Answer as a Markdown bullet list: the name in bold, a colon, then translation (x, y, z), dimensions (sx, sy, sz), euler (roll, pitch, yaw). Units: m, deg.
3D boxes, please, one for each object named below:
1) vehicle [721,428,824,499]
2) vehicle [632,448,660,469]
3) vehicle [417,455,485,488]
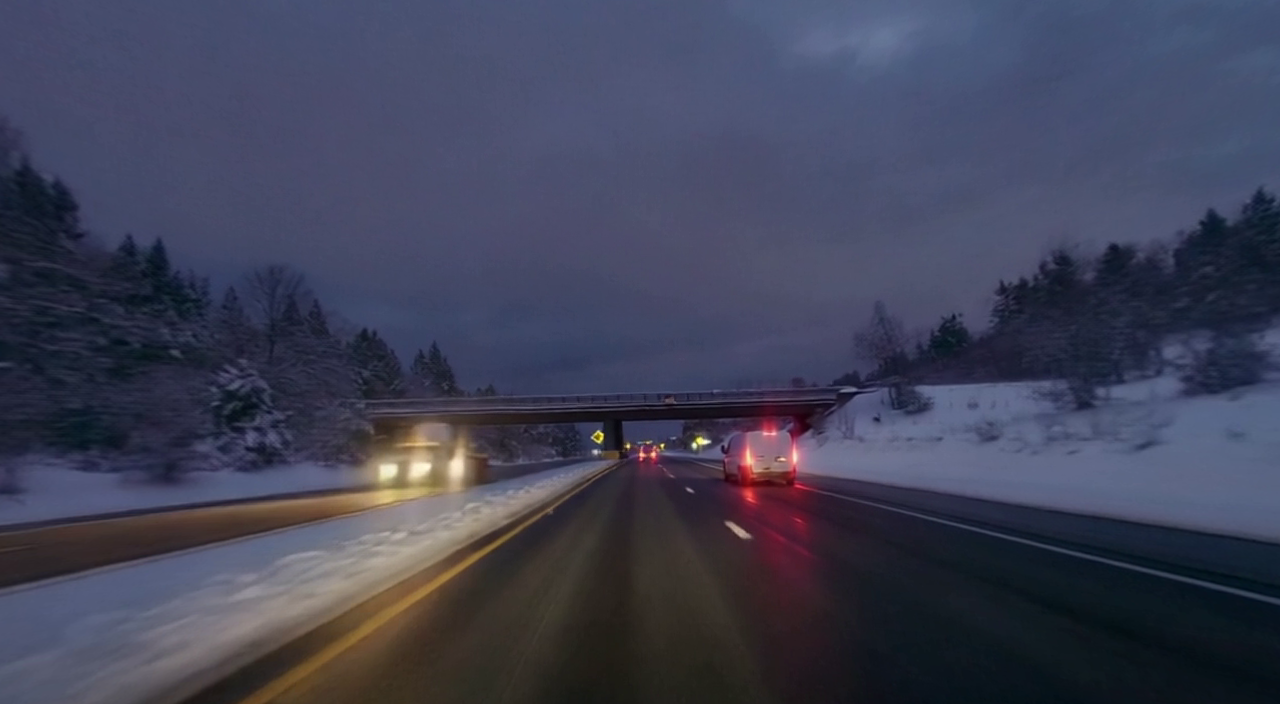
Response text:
- **vehicle**: translation (4.114, 3.593, 20.710), dimensions (2.152, 1.998, 5.380), euler (0, -9, 0)
- **vehicle**: translation (0.503, 8.337, 49.503), dimensions (2.013, 1.584, 3.995), euler (-1, -9, 2)
- **vehicle**: translation (-9.066, 5.739, 30.582), dimensions (2.019, 1.478, 3.842), euler (0, -9, 1)
